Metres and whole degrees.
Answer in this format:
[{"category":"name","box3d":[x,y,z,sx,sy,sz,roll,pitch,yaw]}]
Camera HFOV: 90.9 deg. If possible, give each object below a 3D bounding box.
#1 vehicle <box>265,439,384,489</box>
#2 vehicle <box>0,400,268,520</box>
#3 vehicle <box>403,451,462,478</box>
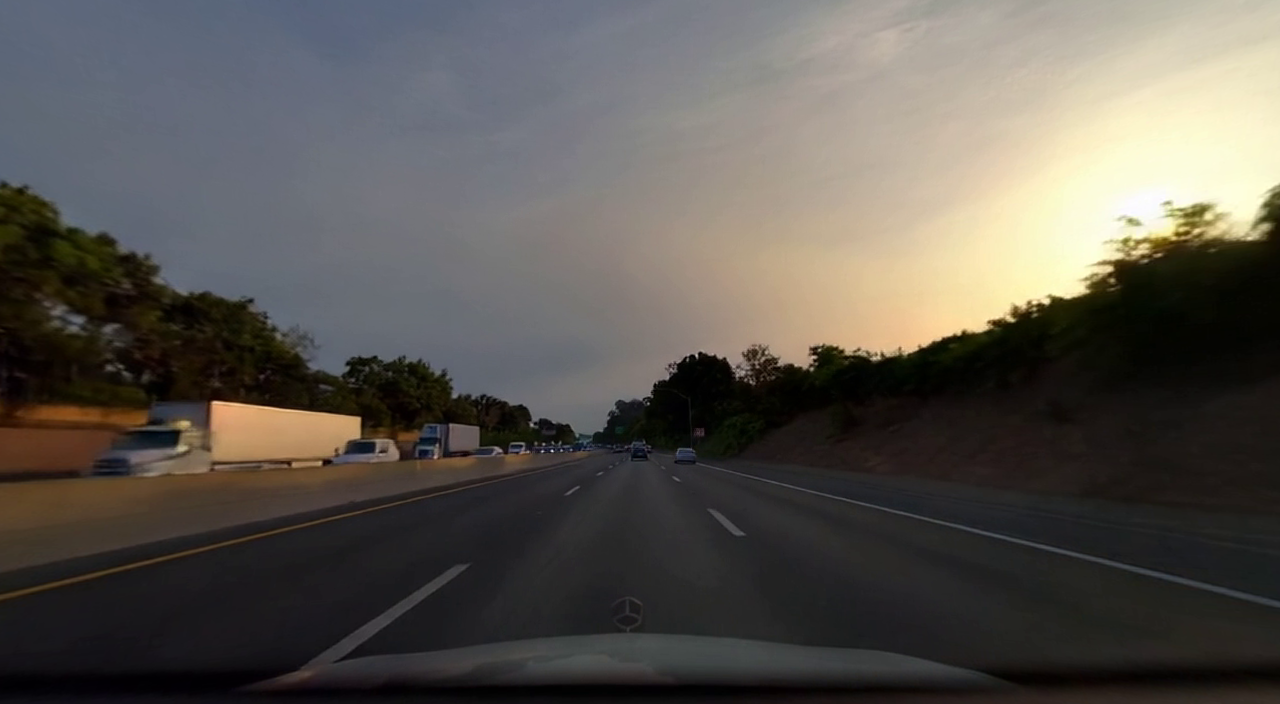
[{"category":"vehicle","box3d":[-12.438,4.448,25.324,2.119,1.785,5.129,0,-9,-1]},{"category":"vehicle","box3d":[-11.660,2.491,14.870,2.282,2.273,5.443,0,-9,1]},{"category":"vehicle","box3d":[-11.801,6.420,36.128,1.917,1.422,4.406,0,-9,0]}]
